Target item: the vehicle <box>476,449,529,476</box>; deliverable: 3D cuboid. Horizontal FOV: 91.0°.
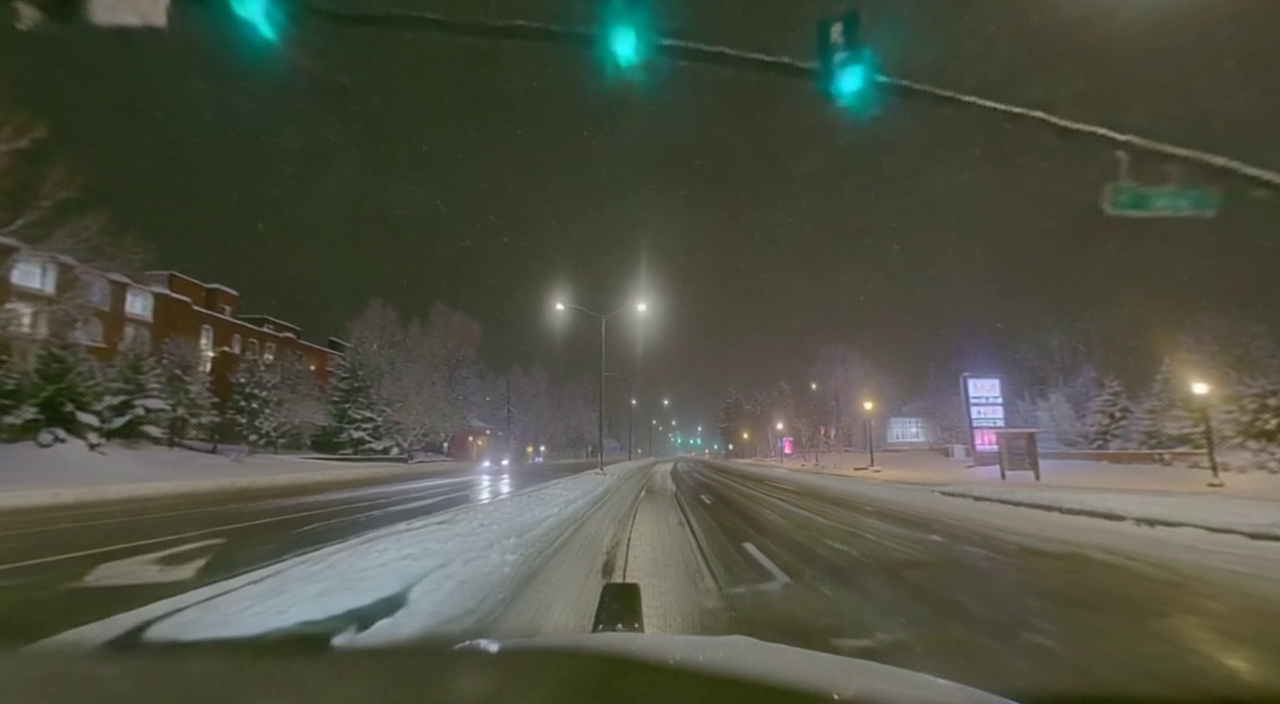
[{"bbox_3d":[-7.870,6.329,36.327,1.866,1.463,4.378,0,-9,3],"label":"vehicle"}]
